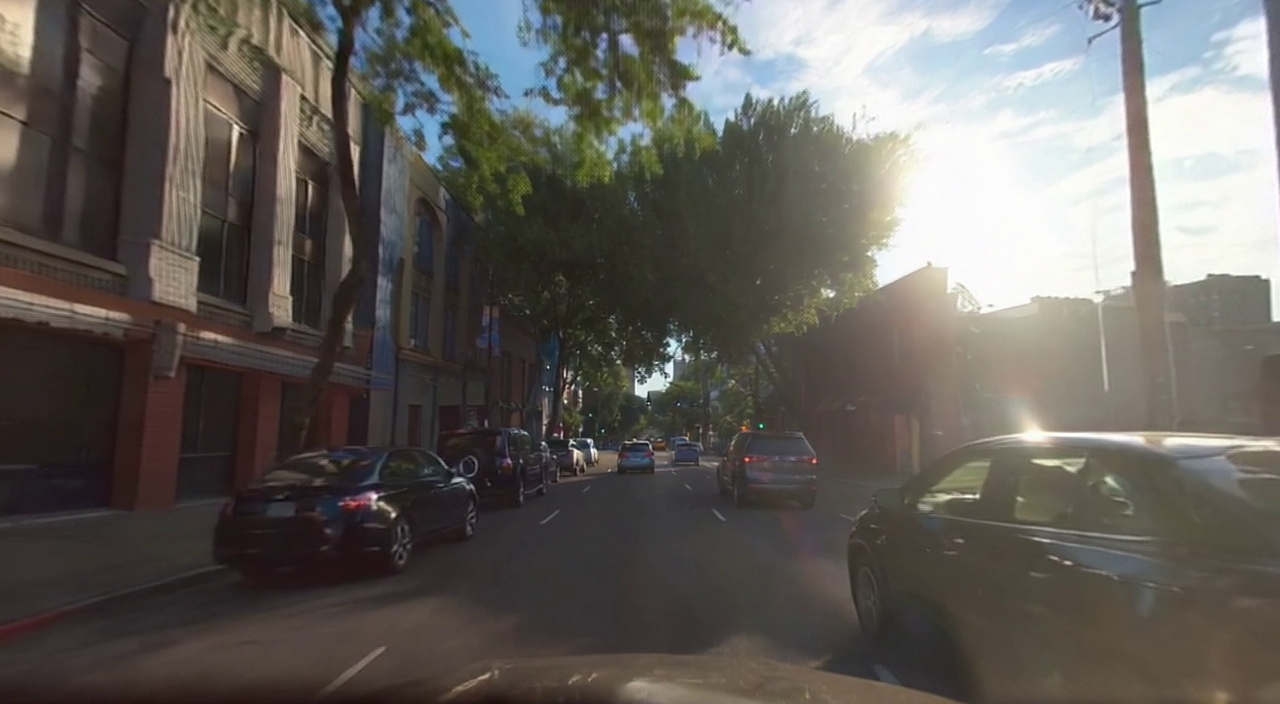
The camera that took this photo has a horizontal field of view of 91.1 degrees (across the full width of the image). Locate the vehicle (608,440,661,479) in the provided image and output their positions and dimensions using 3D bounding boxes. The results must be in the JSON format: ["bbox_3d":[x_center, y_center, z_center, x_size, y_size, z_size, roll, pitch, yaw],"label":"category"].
[{"bbox_3d":[-0.194,4.385,25.861,2.007,1.460,3.923,0,-8,0],"label":"vehicle"}]

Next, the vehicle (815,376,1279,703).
[{"bbox_3d":[2.462,1.007,2.735,2.080,1.495,4.591,0,-8,0],"label":"vehicle"}]

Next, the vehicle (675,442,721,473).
[{"bbox_3d":[2.966,5.544,33.206,1.966,1.475,4.528,0,-8,0],"label":"vehicle"}]

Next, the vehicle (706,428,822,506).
[{"bbox_3d":[2.975,2.869,16.147,2.002,1.707,4.547,0,-8,0],"label":"vehicle"}]

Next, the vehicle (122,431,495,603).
[{"bbox_3d":[-3.451,1.791,7.909,1.972,1.471,4.795,0,-8,2],"label":"vehicle"}]
